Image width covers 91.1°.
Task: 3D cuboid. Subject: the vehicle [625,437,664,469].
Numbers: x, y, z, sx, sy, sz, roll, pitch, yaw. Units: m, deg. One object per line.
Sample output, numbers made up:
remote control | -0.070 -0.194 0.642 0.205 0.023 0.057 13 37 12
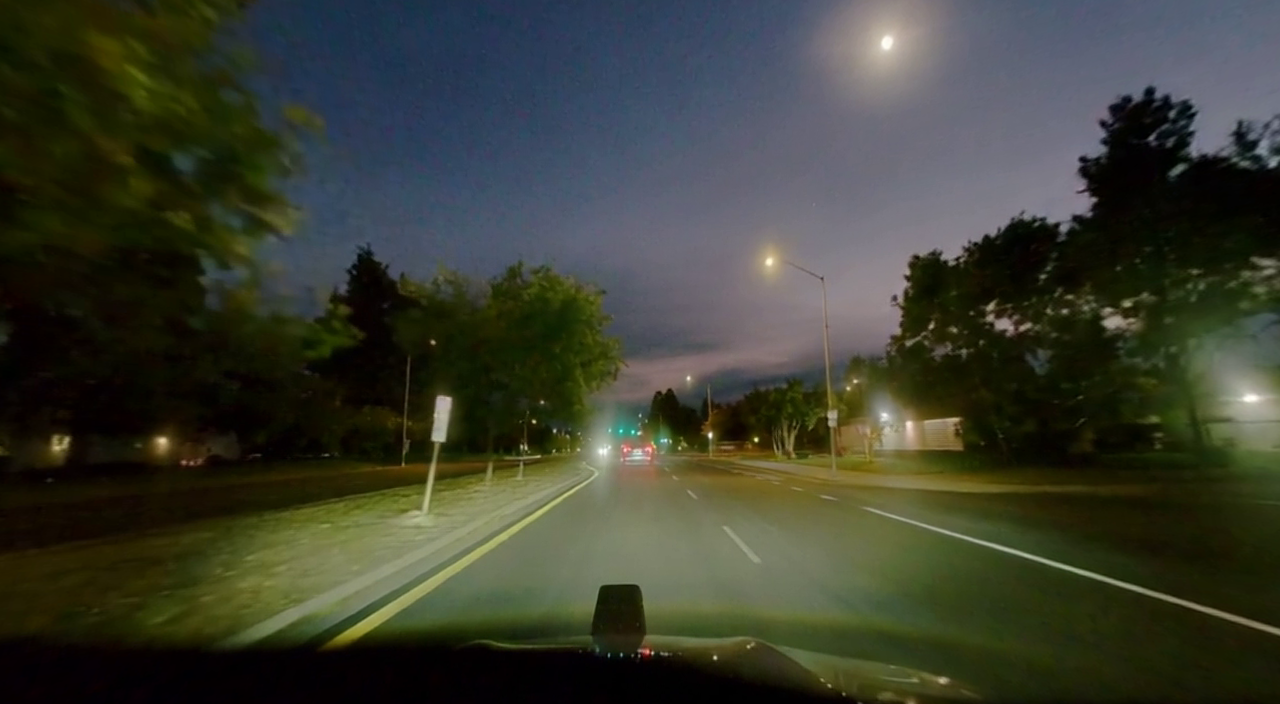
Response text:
vehicle | 0.207 6.010 37.488 2.165 1.783 4.391 1 -9 -1
